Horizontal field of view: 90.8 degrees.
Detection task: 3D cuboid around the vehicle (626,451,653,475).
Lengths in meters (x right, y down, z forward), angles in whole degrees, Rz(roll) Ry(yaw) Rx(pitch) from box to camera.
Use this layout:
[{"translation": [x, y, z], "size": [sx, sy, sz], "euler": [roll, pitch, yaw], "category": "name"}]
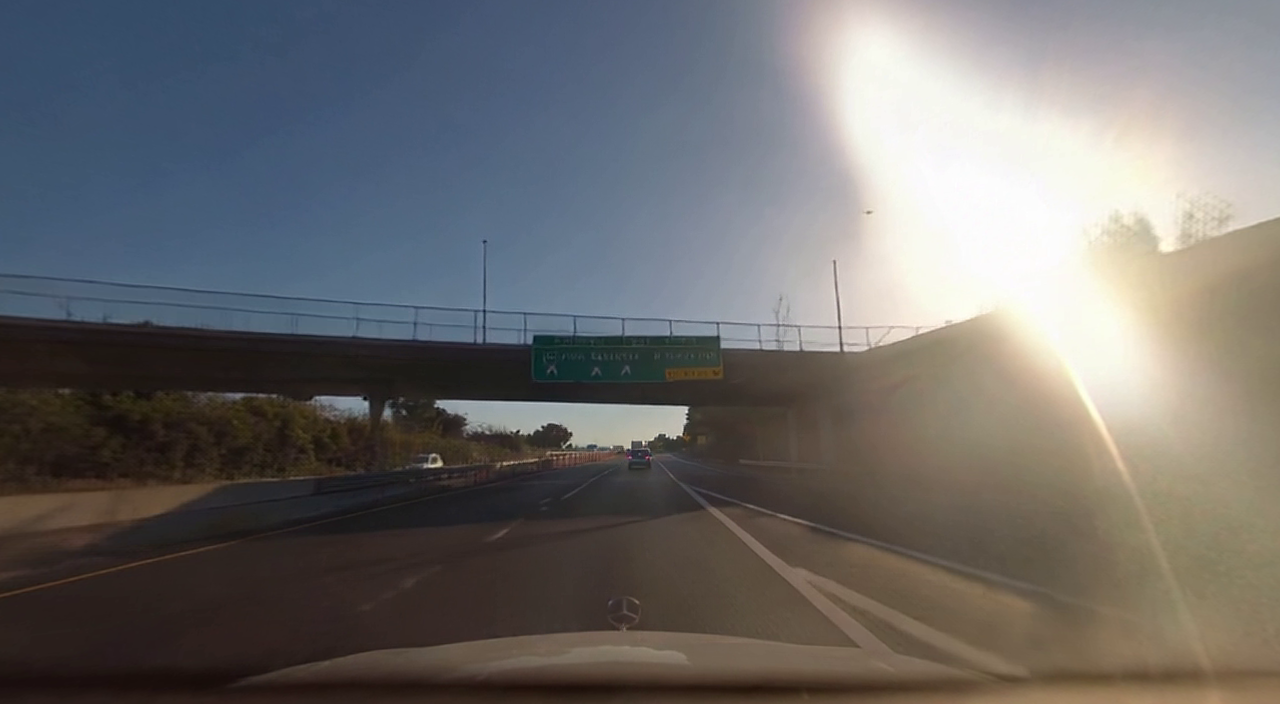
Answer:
[{"translation": [-0.032, 7.180, 40.872], "size": [1.695, 1.437, 3.506], "euler": [0, -9, 0], "category": "vehicle"}]
